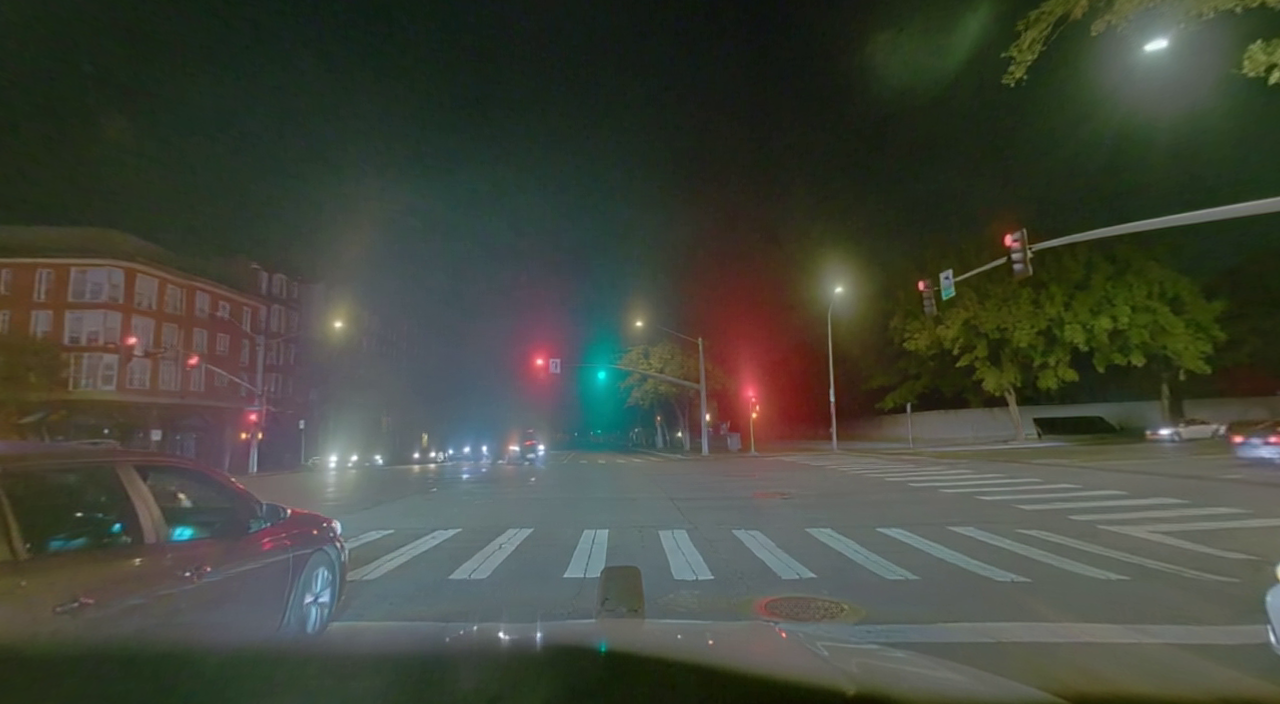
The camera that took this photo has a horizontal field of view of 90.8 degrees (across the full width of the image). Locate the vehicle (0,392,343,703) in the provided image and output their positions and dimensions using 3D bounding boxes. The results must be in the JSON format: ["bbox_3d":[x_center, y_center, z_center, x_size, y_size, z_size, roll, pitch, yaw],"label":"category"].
[{"bbox_3d":[-3.070,0.892,2.149,1.919,1.478,4.720,0,-8,-1],"label":"vehicle"}]

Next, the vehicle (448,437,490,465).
[{"bbox_3d":[-12.792,7.420,47.536,2.051,1.715,4.346,-3,-6,-2],"label":"vehicle"}]

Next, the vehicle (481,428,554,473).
[{"bbox_3d":[-5.759,4.514,29.225,2.109,1.871,4.778,4,-9,-25],"label":"vehicle"}]

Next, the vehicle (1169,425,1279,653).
[{"bbox_3d":[4.949,0.983,2.563,1.949,1.449,4.530,-1,-8,5],"label":"vehicle"}]
